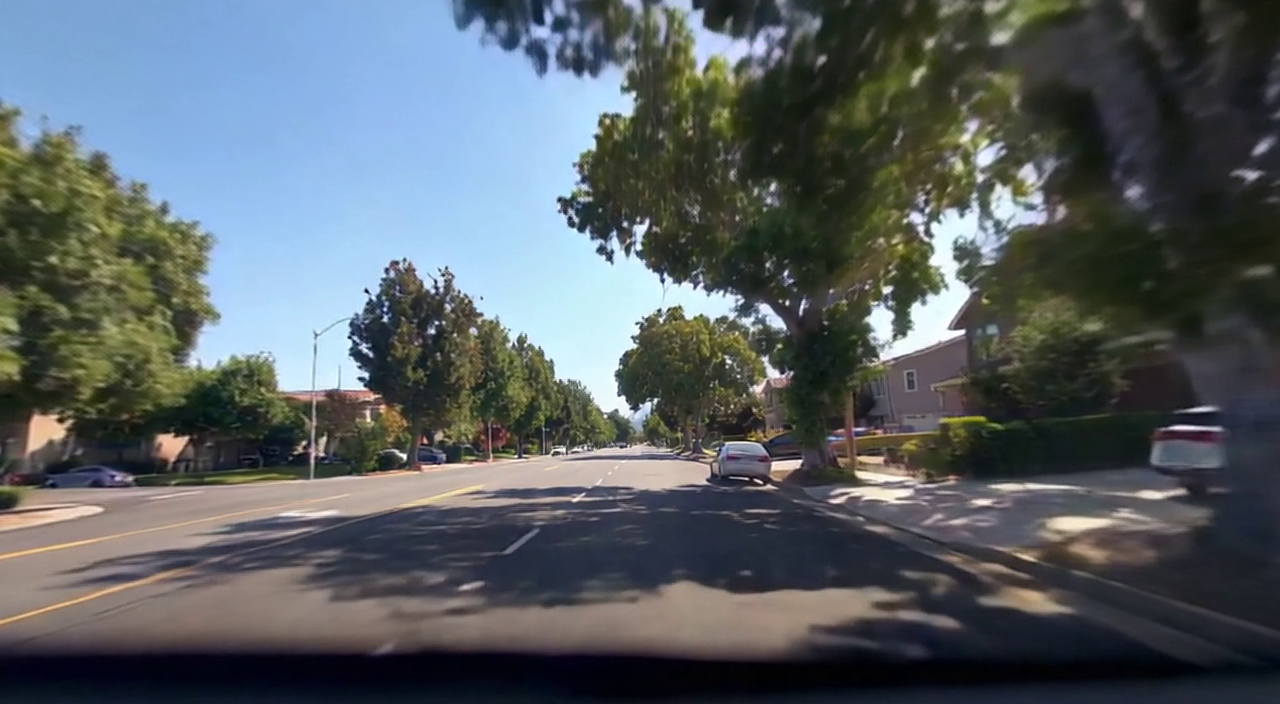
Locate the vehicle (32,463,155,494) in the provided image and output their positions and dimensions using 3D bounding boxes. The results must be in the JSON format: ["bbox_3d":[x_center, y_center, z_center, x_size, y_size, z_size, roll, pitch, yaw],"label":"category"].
[{"bbox_3d":[-28.533,6.598,33.067,4.637,1.448,2.016,-1,-8,3],"label":"vehicle"}]

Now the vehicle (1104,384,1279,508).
[{"bbox_3d":[9.531,1.251,8.887,1.971,1.641,5.191,-4,-7,-1],"label":"vehicle"}]

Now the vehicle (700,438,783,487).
[{"bbox_3d":[3.449,3.839,22.439,2.037,1.518,4.904,0,-8,-1],"label":"vehicle"}]

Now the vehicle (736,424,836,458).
[{"bbox_3d":[9.329,5.790,40.941,5.933,2.038,2.382,1,-9,3],"label":"vehicle"}]
